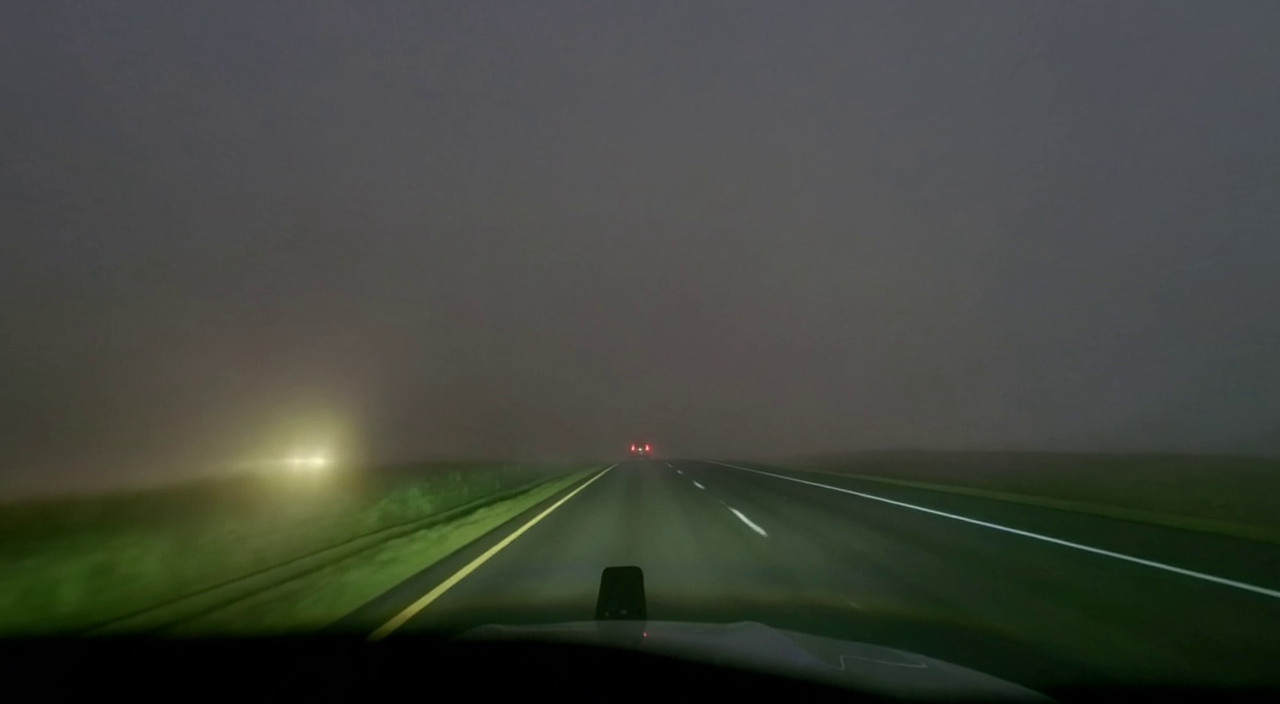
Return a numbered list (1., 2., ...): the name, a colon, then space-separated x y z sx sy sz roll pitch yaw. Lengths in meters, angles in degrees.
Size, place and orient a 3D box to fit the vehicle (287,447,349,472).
1. vehicle: -24.590 8.173 48.395 2.062 1.769 5.054 -1 -8 1
